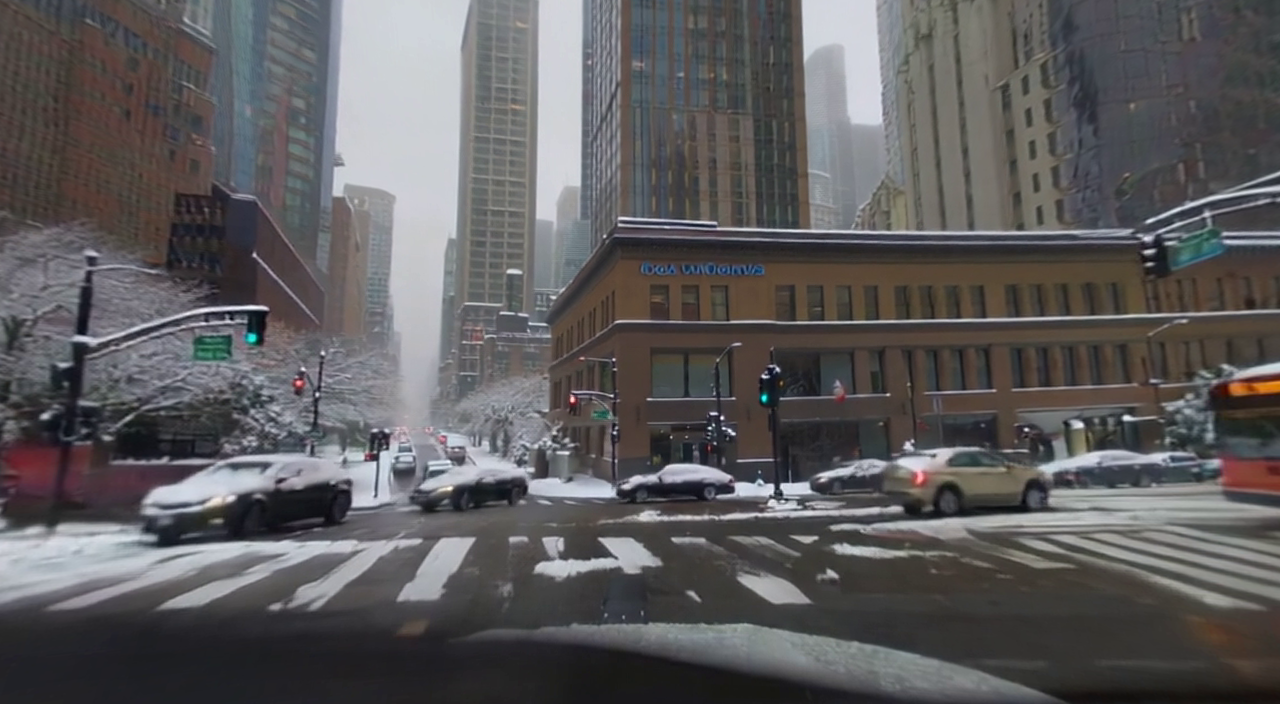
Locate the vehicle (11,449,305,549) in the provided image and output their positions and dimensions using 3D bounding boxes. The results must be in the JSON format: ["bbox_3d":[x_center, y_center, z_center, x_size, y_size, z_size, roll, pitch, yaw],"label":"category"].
[{"bbox_3d":[-9.736,2.914,13.378,2.014,1.694,4.606,-2,-9,12],"label":"vehicle"}]

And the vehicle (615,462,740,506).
[{"bbox_3d":[1.405,4.988,24.098,4.371,1.439,1.818,3,-9,-20],"label":"vehicle"}]

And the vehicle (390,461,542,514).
[{"bbox_3d":[-5.920,4.631,21.995,1.891,1.502,4.766,-8,-12,43],"label":"vehicle"}]

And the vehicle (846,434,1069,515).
[{"bbox_3d":[8.054,3.000,16.022,5.072,1.746,2.328,4,-9,-25],"label":"vehicle"}]

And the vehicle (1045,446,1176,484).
[{"bbox_3d":[20.928,5.013,28.190,4.291,1.606,1.859,0,-9,0],"label":"vehicle"}]
